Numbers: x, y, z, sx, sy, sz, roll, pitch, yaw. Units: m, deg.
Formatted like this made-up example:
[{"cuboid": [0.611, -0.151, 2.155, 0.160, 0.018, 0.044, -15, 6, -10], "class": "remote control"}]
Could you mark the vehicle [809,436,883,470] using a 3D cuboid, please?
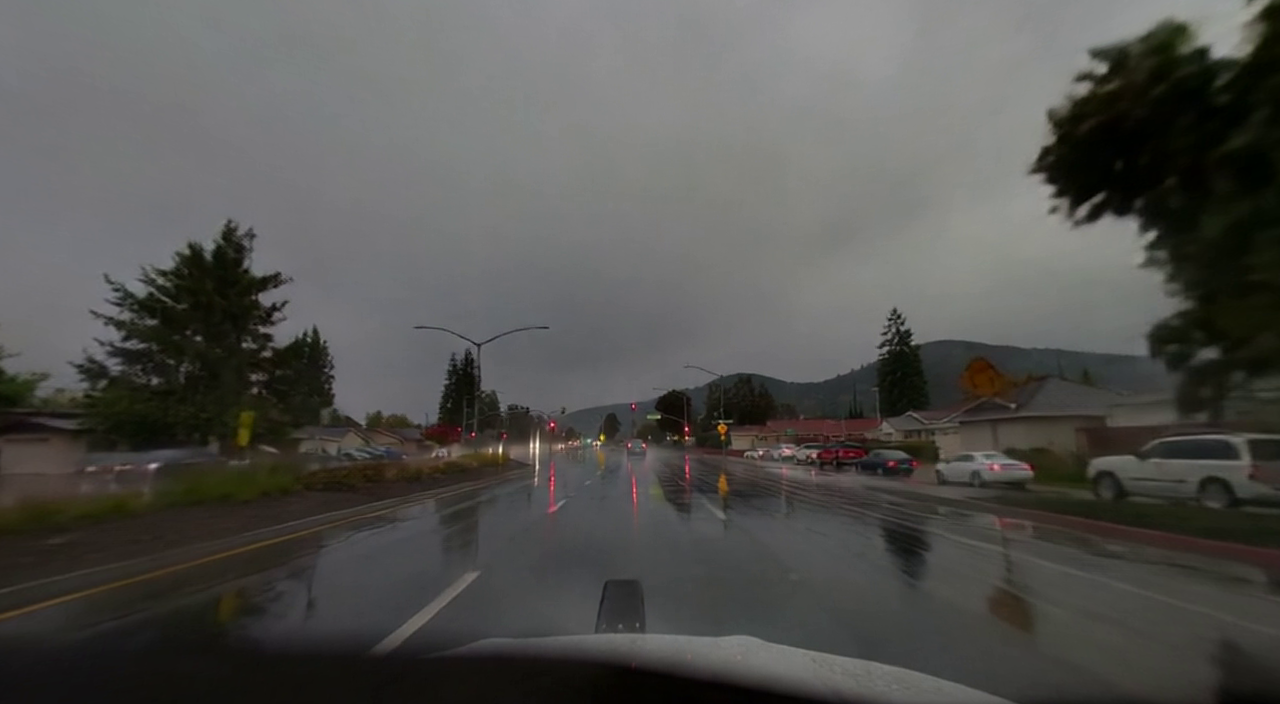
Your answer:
[{"cuboid": [12.506, 6.246, 38.907, 2.386, 1.919, 6.109, -1, -9, -1], "class": "vehicle"}]

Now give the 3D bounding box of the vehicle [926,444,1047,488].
[{"cuboid": [12.715, 4.177, 23.615, 1.916, 1.452, 4.651, 0, -8, 1], "class": "vehicle"}]

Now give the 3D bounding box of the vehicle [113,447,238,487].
[{"cuboid": [-19.129, 4.738, 26.315, 1.815, 1.468, 4.398, 0, -8, 1], "class": "vehicle"}]

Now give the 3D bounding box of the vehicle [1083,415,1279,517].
[{"cuboid": [13.122, 2.484, 14.197, 2.047, 1.950, 5.112, 1, -8, -9], "class": "vehicle"}]

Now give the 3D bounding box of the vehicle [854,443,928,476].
[{"cuboid": [12.339, 5.321, 31.380, 1.836, 1.448, 4.624, -1, -9, 1], "class": "vehicle"}]
